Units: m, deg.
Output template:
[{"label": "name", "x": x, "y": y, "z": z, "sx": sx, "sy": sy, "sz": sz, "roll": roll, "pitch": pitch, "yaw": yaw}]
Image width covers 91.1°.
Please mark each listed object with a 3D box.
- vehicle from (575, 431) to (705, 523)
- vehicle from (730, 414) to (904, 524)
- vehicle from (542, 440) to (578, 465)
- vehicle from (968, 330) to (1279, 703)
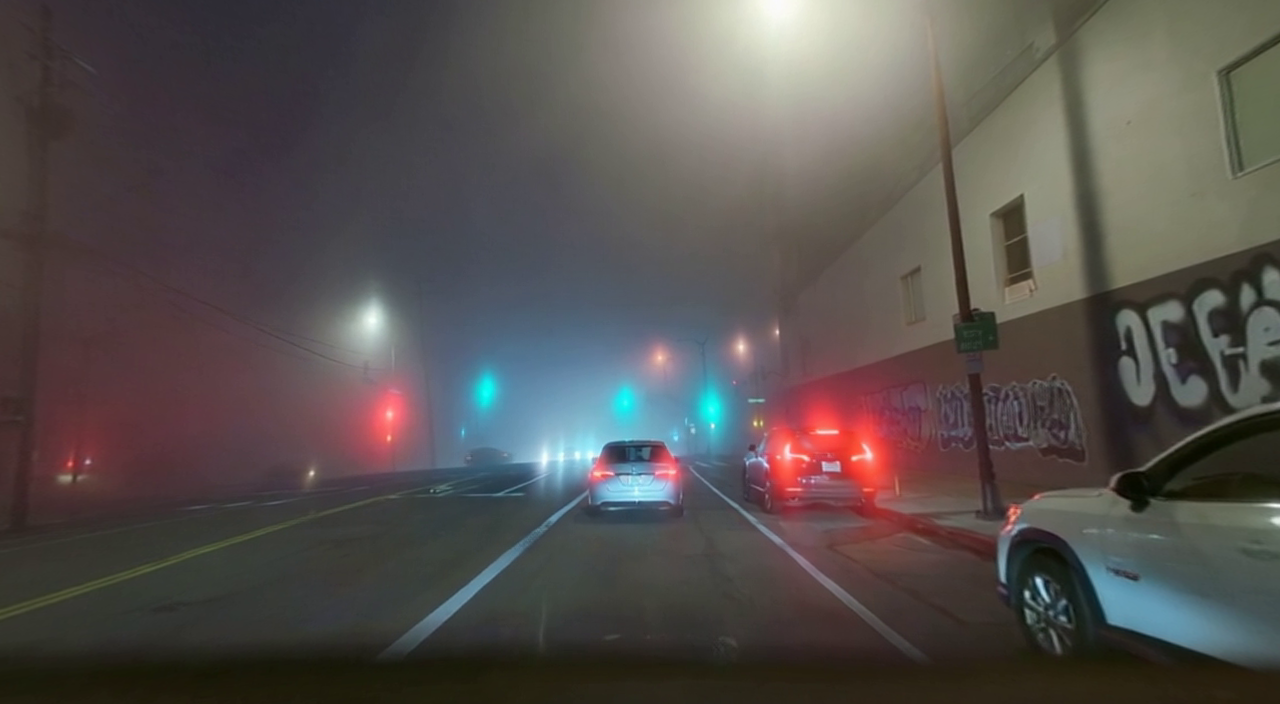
[{"label": "vehicle", "x": 0.034, "y": 2.428, "z": 12.771, "sx": 2.153, "sy": 1.505, "sz": 4.452, "roll": 0, "pitch": -8, "yaw": 1}, {"label": "vehicle", "x": 3.246, "y": 2.268, "z": 12.669, "sx": 2.060, "sy": 1.783, "sz": 4.579, "roll": 0, "pitch": -8, "yaw": -1}, {"label": "vehicle", "x": -5.750, "y": 7.305, "z": 45.664, "sx": 2.059, "sy": 1.699, "sz": 4.252, "roll": 0, "pitch": -8, "yaw": 1}, {"label": "vehicle", "x": 3.273, "y": 0.766, "z": 2.151, "sx": 1.938, "sy": 1.714, "sz": 4.402, "roll": 0, "pitch": -8, "yaw": 1}]
